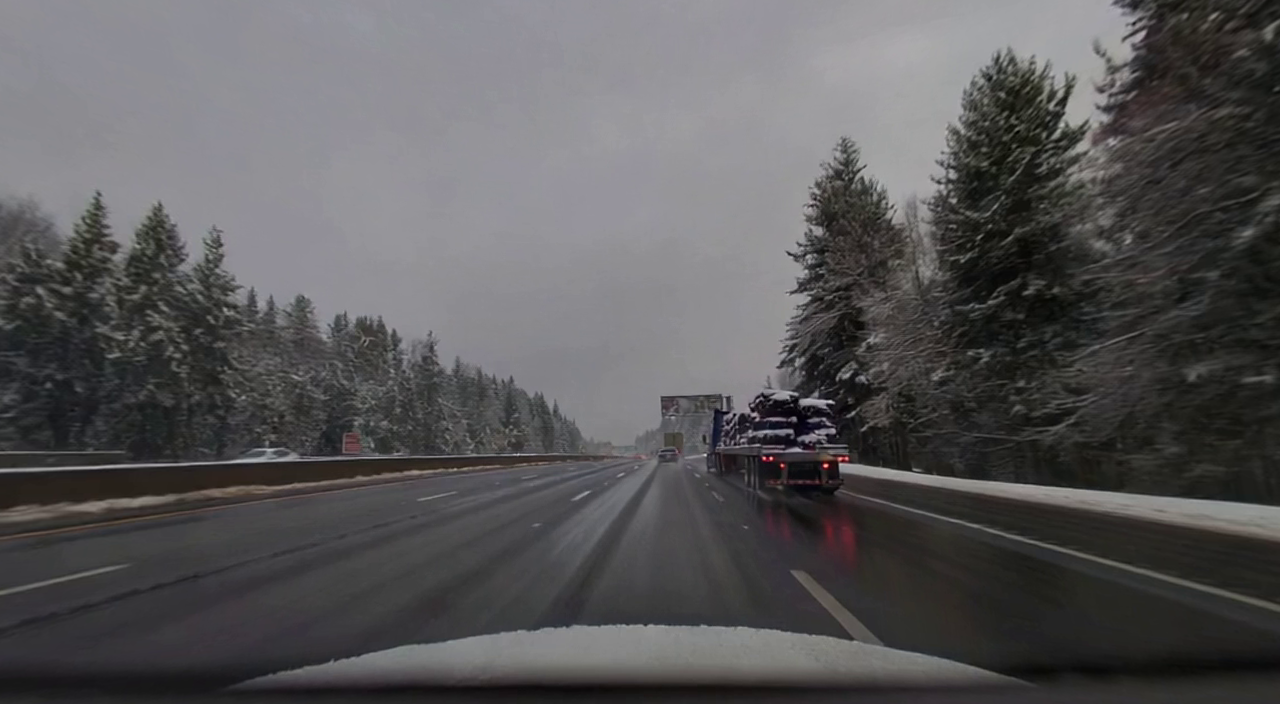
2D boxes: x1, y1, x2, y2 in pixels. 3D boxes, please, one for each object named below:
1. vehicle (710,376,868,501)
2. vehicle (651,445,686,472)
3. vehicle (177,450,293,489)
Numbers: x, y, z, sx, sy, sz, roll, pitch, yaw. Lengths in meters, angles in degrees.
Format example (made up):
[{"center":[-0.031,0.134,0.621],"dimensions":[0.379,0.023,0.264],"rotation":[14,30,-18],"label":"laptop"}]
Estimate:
[{"center":[4.828,3.560,25.471],"dimensions":[2.917,3.179,18.723],"rotation":[0,-8,3],"label":"vehicle"},{"center":[1.774,6.611,39.355],"dimensions":[2.042,1.528,4.300],"rotation":[0,-8,3],"label":"vehicle"},{"center":[-16.919,4.909,26.632],"dimensions":[1.868,1.452,4.321],"rotation":[0,-8,3],"label":"vehicle"}]
